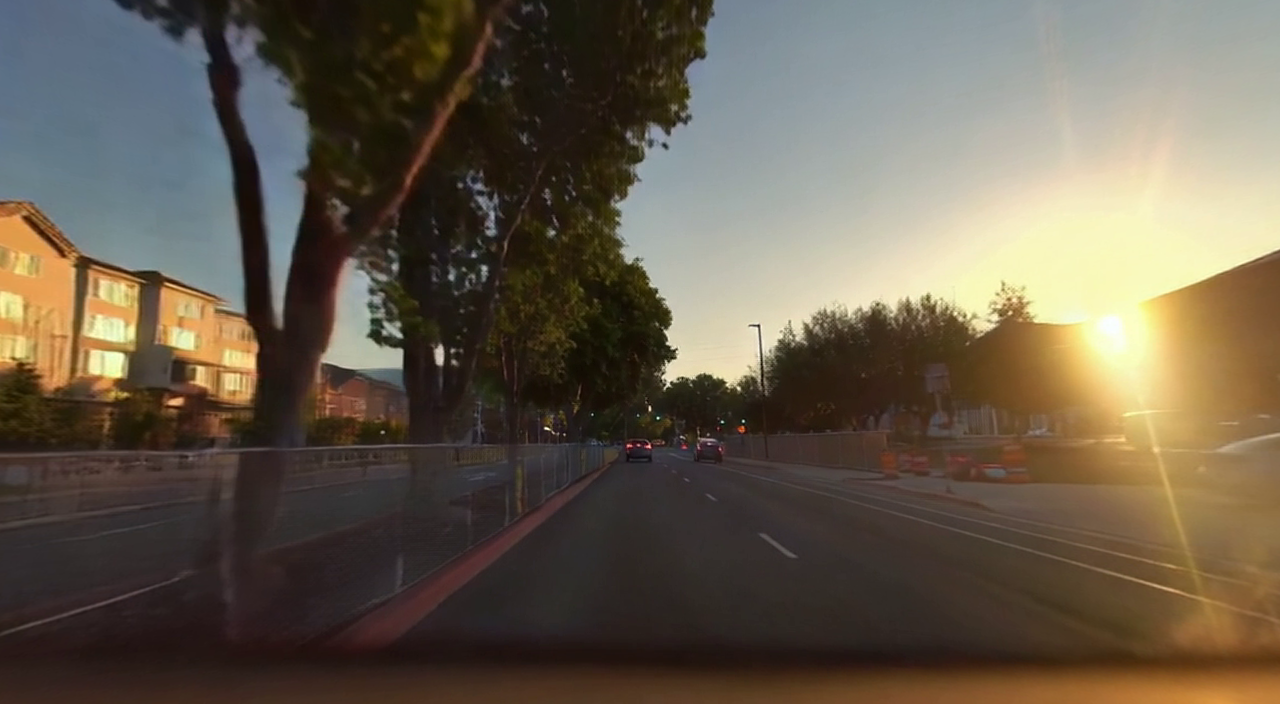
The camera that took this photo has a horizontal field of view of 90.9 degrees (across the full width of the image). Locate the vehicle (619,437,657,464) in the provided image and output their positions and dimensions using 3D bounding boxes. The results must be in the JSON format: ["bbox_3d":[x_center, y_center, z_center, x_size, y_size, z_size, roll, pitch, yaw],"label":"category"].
[{"bbox_3d":[-0.078,6.590,42.132,2.000,1.671,4.276,-1,-8,7],"label":"vehicle"}]

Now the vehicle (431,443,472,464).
[{"bbox_3d":[-14.818,8.007,49.757,1.868,1.528,4.317,0,-8,0],"label":"vehicle"}]

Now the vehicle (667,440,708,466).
[{"bbox_3d":[2.925,6.090,38.106,1.974,1.490,4.231,-2,-9,11],"label":"vehicle"}]

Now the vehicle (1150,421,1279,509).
[{"bbox_3d":[12.252,1.986,11.221,1.948,1.466,4.520,-1,-7,-15],"label":"vehicle"}]
